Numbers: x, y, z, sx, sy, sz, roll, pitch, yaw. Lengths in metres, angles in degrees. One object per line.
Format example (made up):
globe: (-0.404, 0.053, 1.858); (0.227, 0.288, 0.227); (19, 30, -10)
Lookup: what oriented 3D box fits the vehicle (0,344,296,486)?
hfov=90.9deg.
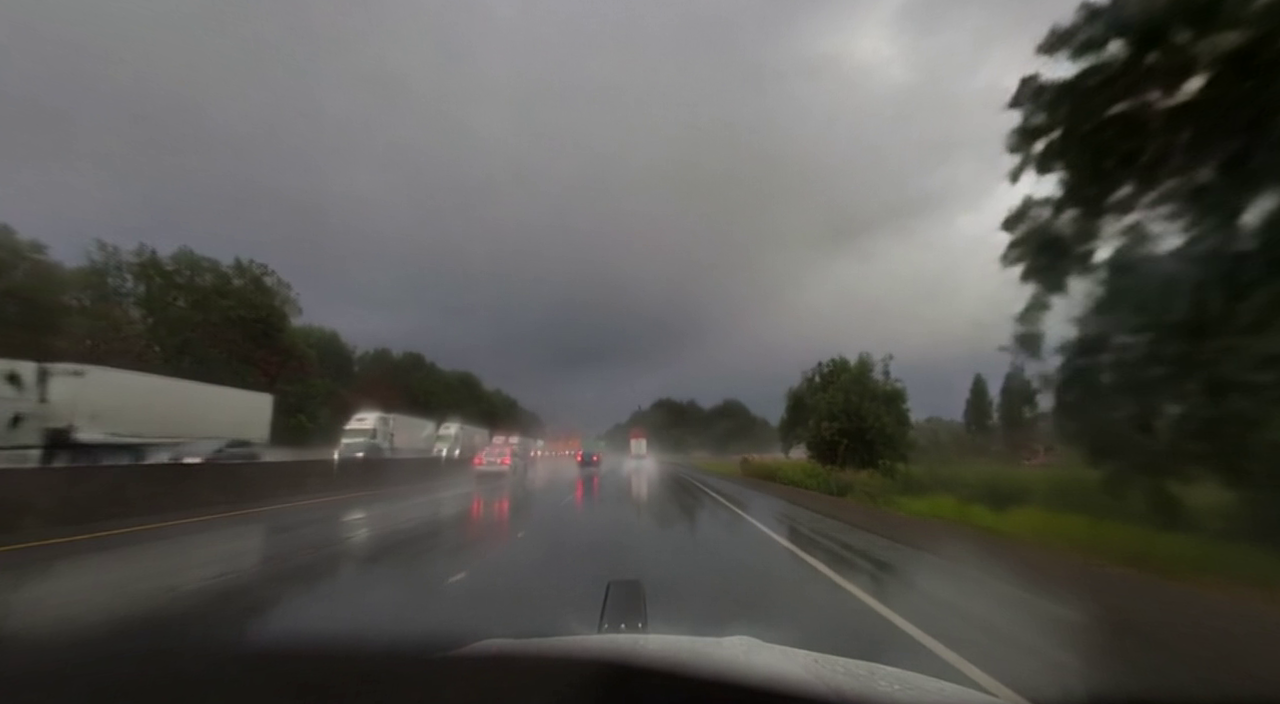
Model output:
vehicle: (-18.840, 2.858, 24.239); (2.825, 3.842, 14.345); (3, -10, 1)

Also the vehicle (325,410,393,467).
vehicle: (-18.983, 5.895, 42.794); (2.954, 3.700, 3.302); (0, -9, 0)

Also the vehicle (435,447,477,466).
vehicle: (-14.160, 8.058, 48.781); (1.956, 1.433, 4.339); (0, -9, 0)

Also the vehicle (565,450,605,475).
vehicle: (-3.394, 6.978, 39.891); (2.076, 1.453, 4.094); (0, -9, 1)

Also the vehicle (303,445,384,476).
vehicle: (-14.616, 5.351, 31.335); (1.888, 1.426, 4.428); (0, -9, 0)

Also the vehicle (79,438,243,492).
vehicle: (-14.381, 3.407, 19.266); (1.865, 1.456, 4.034); (0, -9, -1)

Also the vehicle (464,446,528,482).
vehicle: (-7.315, 5.736, 32.523); (2.122, 1.685, 4.714); (0, -9, 1)
